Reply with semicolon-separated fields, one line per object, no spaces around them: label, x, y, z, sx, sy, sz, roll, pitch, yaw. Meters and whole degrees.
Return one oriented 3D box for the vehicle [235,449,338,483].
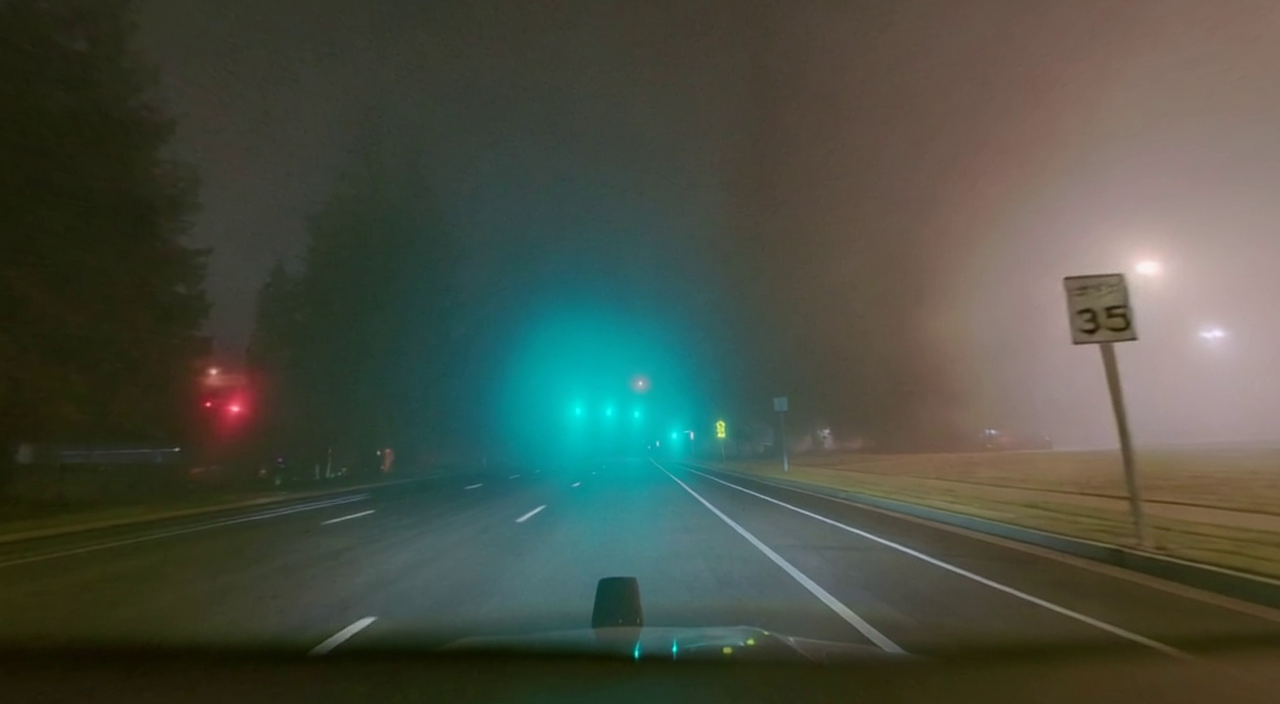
vehicle;-20.911;6.758;37.562;4.849;1.899;2.063;1;-9;-5
